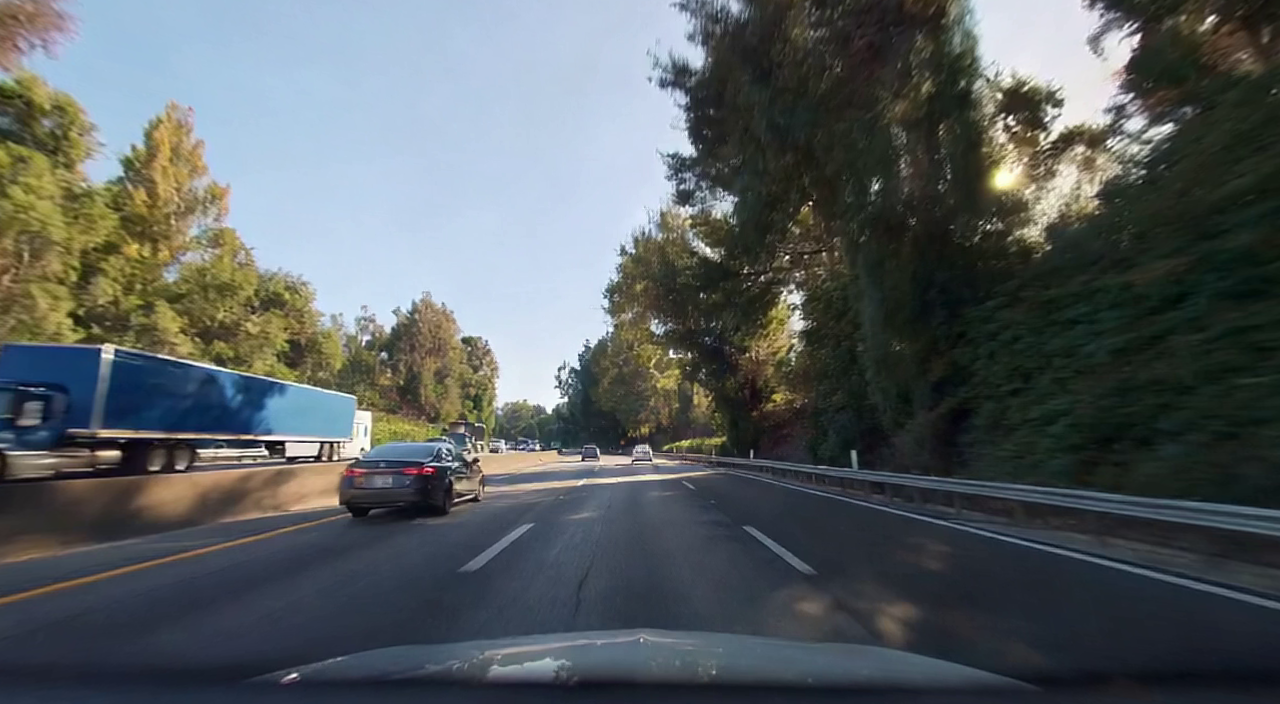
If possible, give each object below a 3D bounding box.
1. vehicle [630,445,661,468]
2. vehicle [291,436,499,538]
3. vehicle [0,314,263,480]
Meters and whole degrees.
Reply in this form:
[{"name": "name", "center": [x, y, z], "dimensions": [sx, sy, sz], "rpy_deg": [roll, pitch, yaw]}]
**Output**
[{"name": "vehicle", "center": [0.348, 7.340, 44.531], "dimensions": [2.008, 1.499, 3.192], "rpy_deg": [0, -9, -2]}, {"name": "vehicle", "center": [-4.150, 2.352, 11.673], "dimensions": [2.054, 1.500, 4.469], "rpy_deg": [0, -9, 0]}, {"name": "vehicle", "center": [-16.860, 1.840, 20.265], "dimensions": [2.930, 3.986, 10.582], "rpy_deg": [0, -9, 0]}]
